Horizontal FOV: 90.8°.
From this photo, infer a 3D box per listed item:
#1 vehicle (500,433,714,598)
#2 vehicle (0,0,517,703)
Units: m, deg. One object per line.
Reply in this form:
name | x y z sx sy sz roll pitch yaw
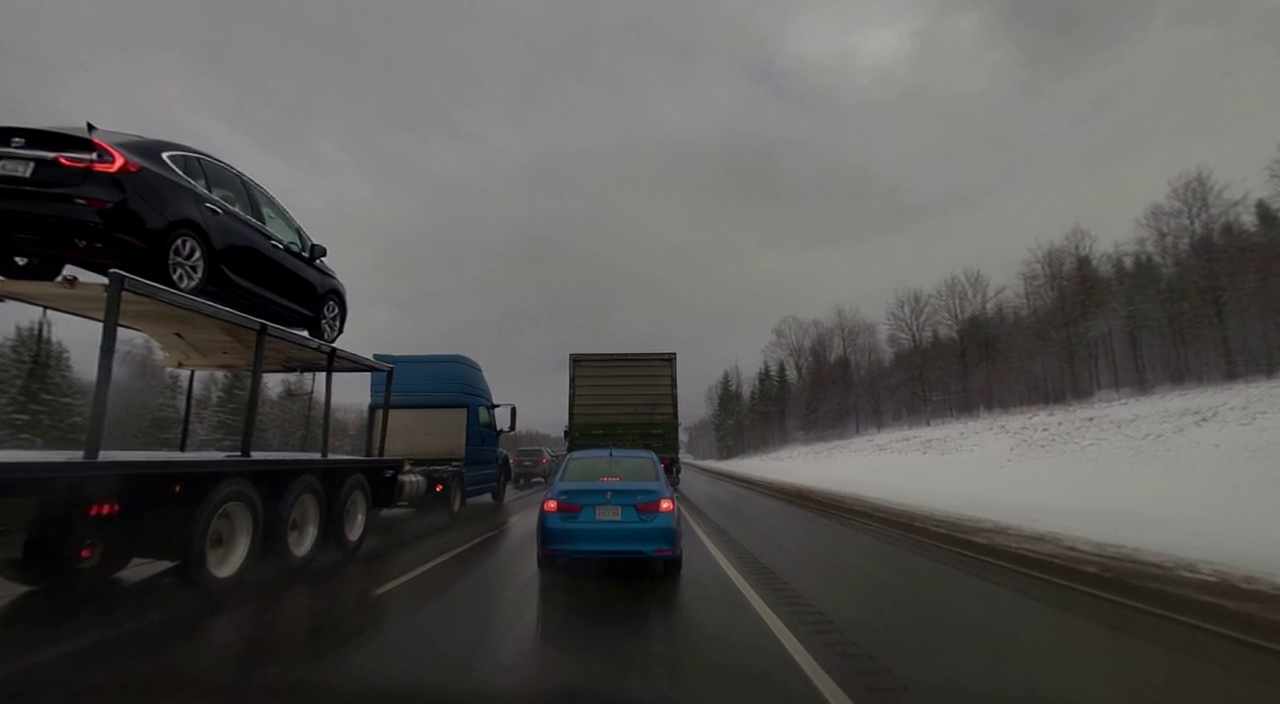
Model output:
vehicle | -0.328 1.793 7.657 1.991 1.507 3.391 0 -9 -1
vehicle | -4.631 0.748 9.307 2.836 4.059 14.286 0 -9 0
